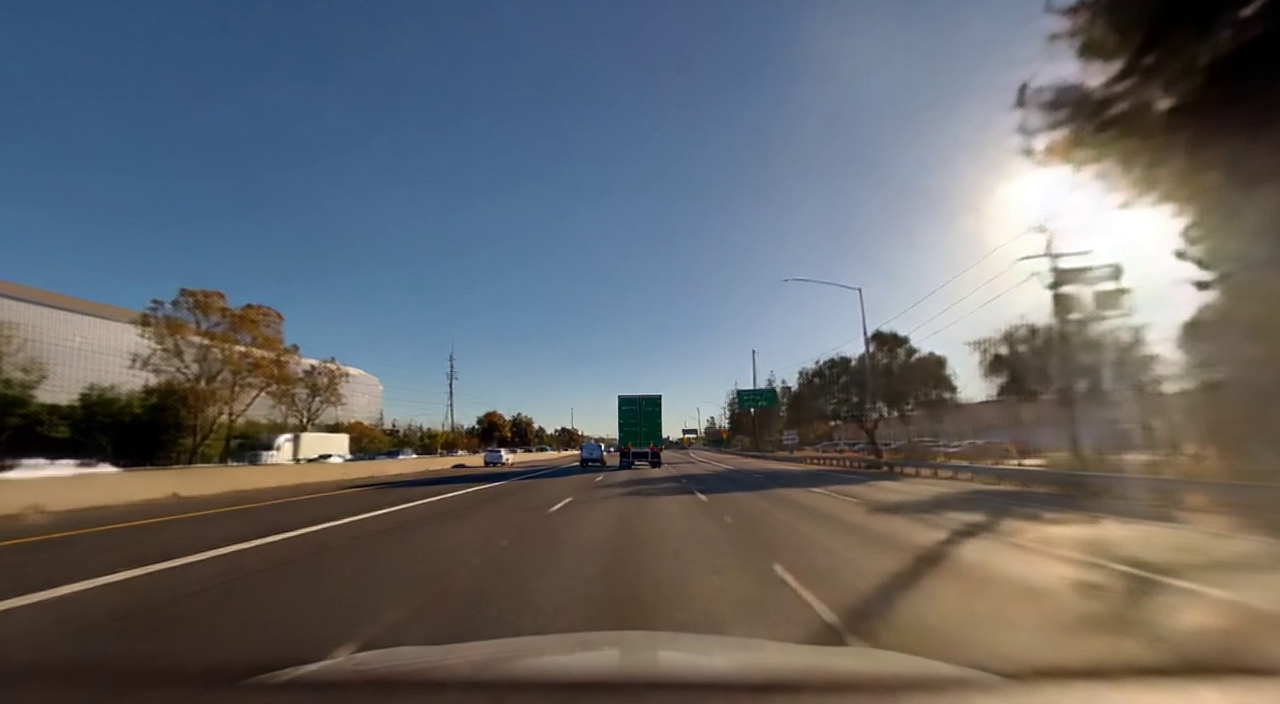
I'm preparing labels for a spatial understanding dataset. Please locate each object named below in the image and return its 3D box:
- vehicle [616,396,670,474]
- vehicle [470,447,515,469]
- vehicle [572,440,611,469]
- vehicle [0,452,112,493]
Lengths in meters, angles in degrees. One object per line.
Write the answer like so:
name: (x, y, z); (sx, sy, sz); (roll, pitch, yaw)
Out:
vehicle: (0.241, 5.414, 40.293); (2.879, 4.085, 13.125); (0, -9, 1)
vehicle: (-10.554, 7.595, 45.404); (2.012, 1.509, 4.789); (0, -9, 1)
vehicle: (-3.371, 7.231, 44.786); (2.293, 1.923, 5.141); (0, -9, 0)
vehicle: (-25.329, 4.992, 26.511); (1.851, 1.529, 5.041); (0, -9, 0)
